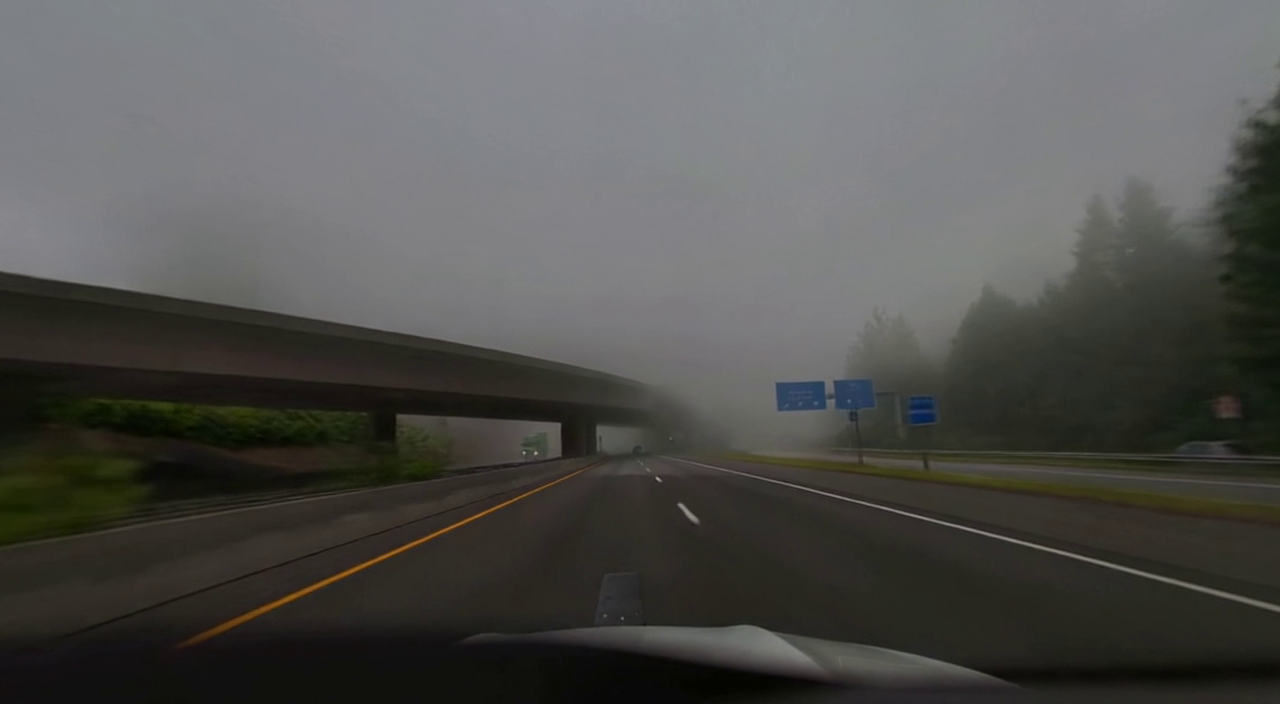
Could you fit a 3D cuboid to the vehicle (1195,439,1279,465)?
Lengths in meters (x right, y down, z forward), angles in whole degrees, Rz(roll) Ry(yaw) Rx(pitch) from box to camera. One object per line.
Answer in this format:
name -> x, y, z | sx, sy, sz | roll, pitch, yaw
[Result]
vehicle -> 41.618, 6.901, 43.566 | 4.222, 1.708, 2.085 | -1, -9, 5
